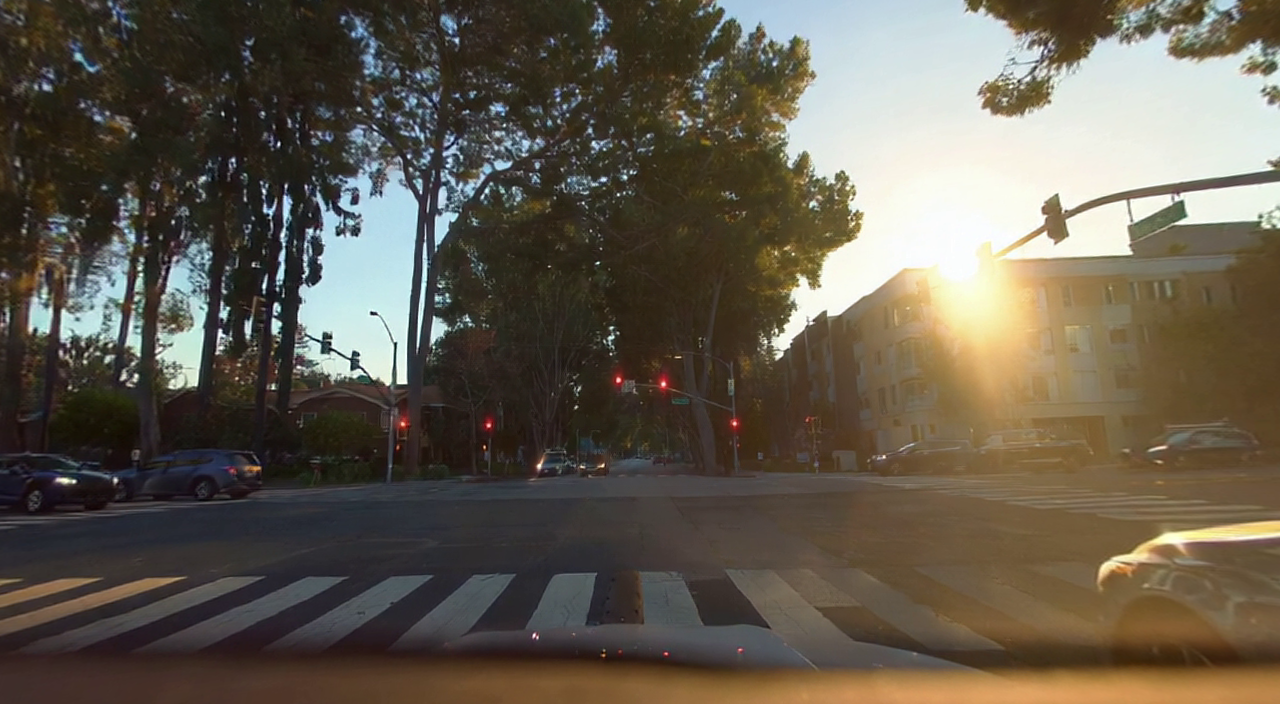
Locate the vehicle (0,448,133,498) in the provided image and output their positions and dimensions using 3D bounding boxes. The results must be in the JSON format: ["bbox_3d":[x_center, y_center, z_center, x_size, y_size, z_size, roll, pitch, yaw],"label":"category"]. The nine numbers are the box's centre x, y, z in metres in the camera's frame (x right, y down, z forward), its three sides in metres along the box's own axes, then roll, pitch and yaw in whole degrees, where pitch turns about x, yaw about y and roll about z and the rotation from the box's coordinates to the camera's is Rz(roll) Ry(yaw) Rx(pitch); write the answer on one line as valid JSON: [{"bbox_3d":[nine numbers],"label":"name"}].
[{"bbox_3d":[-22.064,4.410,23.271,4.748,1.727,2.325,0,-8,1],"label":"vehicle"}]

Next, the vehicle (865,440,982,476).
[{"bbox_3d":[15.627,5.883,35.140,5.220,1.897,2.596,0,-8,0],"label":"vehicle"}]

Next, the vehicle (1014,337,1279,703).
[{"bbox_3d":[3.496,0.762,2.070,2.227,1.705,4.719,-1,-8,9],"label":"vehicle"}]

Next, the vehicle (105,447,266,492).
[{"bbox_3d":[-19.021,4.951,26.656,4.798,1.763,2.536,0,-10,0],"label":"vehicle"}]
